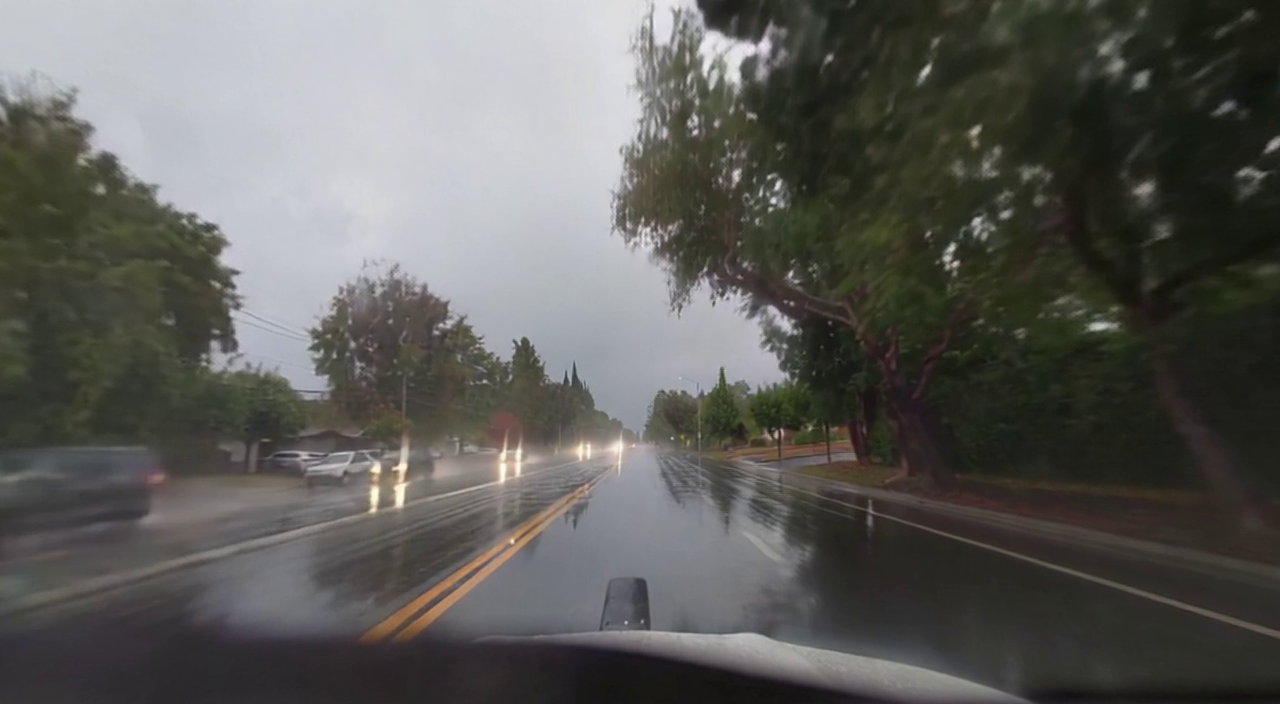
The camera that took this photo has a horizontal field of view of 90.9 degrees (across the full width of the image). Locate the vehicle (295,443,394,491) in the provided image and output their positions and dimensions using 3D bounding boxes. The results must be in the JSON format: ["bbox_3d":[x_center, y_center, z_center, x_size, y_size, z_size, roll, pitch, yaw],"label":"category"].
[{"bbox_3d":[-14.224,5.489,30.770,2.071,1.899,5.640,-4,-8,1],"label":"vehicle"}]

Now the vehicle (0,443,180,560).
[{"bbox_3d":[-10.265,2.399,10.647,1.962,1.680,3.925,-1,-8,0],"label":"vehicle"}]

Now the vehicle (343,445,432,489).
[{"bbox_3d":[-10.343,4.727,26.229,1.913,1.641,4.243,-1,-8,0],"label":"vehicle"}]

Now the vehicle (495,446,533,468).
[{"bbox_3d":[-9.467,7.899,47.616,1.937,1.481,4.467,-1,-8,1],"label":"vehicle"}]
